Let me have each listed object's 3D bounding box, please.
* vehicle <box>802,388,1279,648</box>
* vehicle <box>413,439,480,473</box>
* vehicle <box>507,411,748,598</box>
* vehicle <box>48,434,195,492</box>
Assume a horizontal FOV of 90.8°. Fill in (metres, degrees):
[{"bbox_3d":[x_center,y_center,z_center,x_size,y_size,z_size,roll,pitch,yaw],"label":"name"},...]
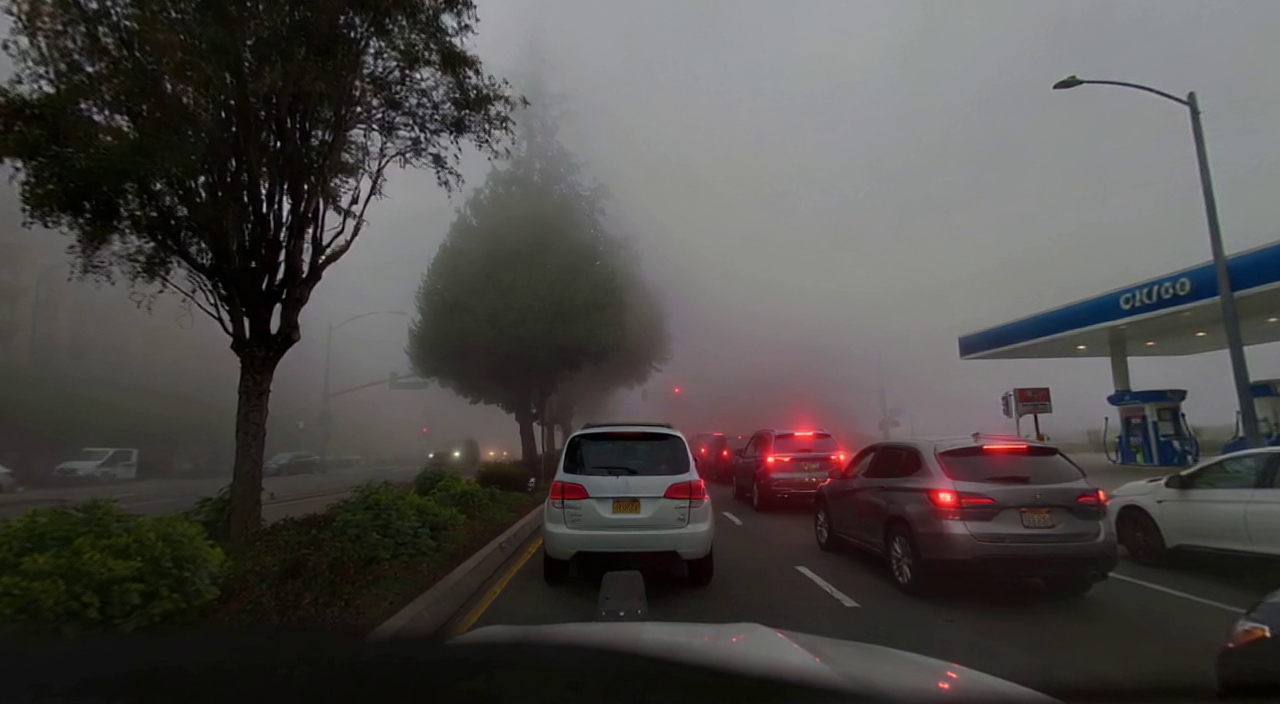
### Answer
[{"bbox_3d":[3.369,1.424,6.470,2.056,1.700,4.399,0,-9,-3],"label":"vehicle"},{"bbox_3d":[-10.971,5.942,36.203,2.190,1.778,5.033,-1,-9,1],"label":"vehicle"},{"bbox_3d":[-0.148,1.616,7.466,2.106,1.613,3.697,0,-9,-1],"label":"vehicle"},{"bbox_3d":[-26.949,5.778,33.294,2.571,2.711,6.027,0,-9,0],"label":"vehicle"}]
